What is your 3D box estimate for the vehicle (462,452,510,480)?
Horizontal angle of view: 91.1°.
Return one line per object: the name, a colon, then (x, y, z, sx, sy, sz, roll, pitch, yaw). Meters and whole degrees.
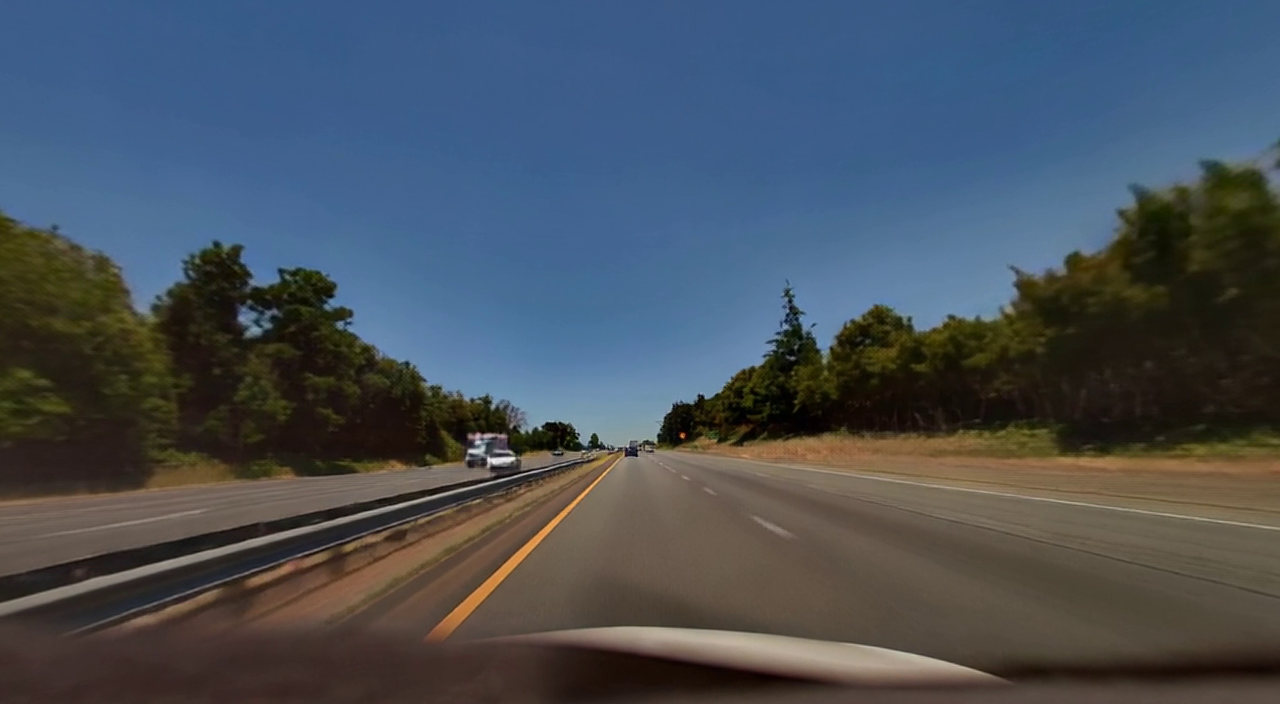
vehicle: (-8.894, 6.603, 36.628, 1.842, 1.452, 3.655, 0, -9, 0)
